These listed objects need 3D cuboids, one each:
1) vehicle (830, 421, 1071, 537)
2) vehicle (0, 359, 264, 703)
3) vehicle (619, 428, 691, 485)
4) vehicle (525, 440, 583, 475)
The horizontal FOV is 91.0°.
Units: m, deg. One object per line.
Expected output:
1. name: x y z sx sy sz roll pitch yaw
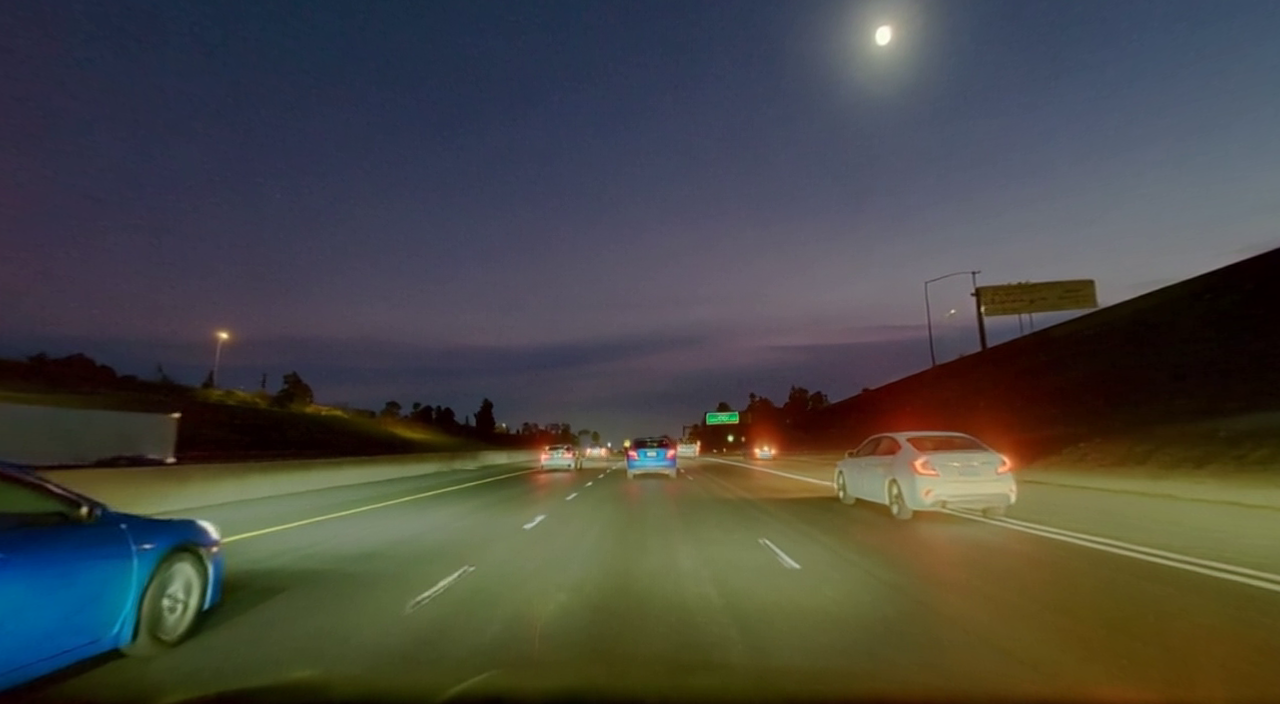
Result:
1. vehicle: 5.168 2.165 11.369 2.055 1.656 4.370 0 -8 -1
2. vehicle: -3.933 0.804 2.439 2.160 1.639 4.431 0 -8 0
3. vehicle: 0.440 3.540 21.543 2.202 1.748 4.158 0 -8 -1
4. vehicle: -3.891 4.852 29.243 2.031 1.491 4.145 0 -8 1
